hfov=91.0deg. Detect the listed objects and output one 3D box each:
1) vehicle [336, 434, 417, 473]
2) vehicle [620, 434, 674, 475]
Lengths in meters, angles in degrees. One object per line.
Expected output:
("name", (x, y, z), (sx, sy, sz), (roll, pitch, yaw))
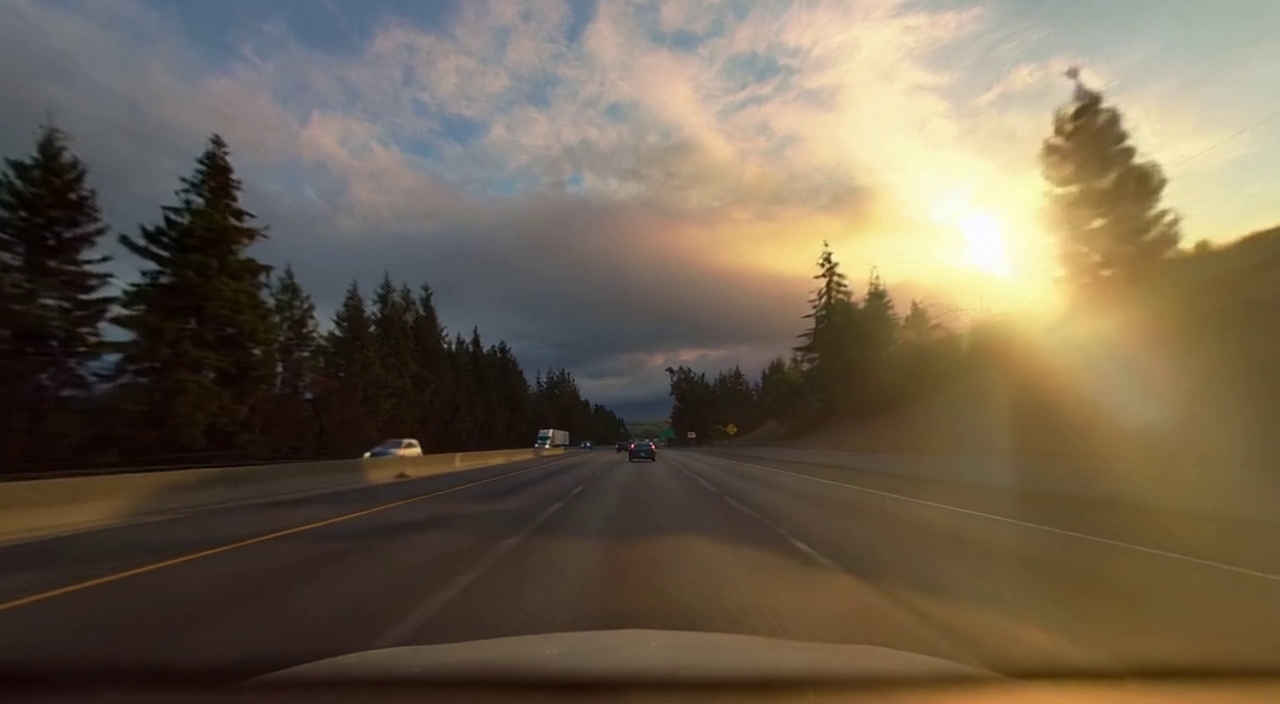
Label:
("vehicle", (-14.164, 5.505, 34.205), (2.194, 1.944, 5.041), (0, -8, 0))
("vehicle", (0.363, 4.424, 27.321), (2.139, 1.607, 4.034), (0, -8, 3))
